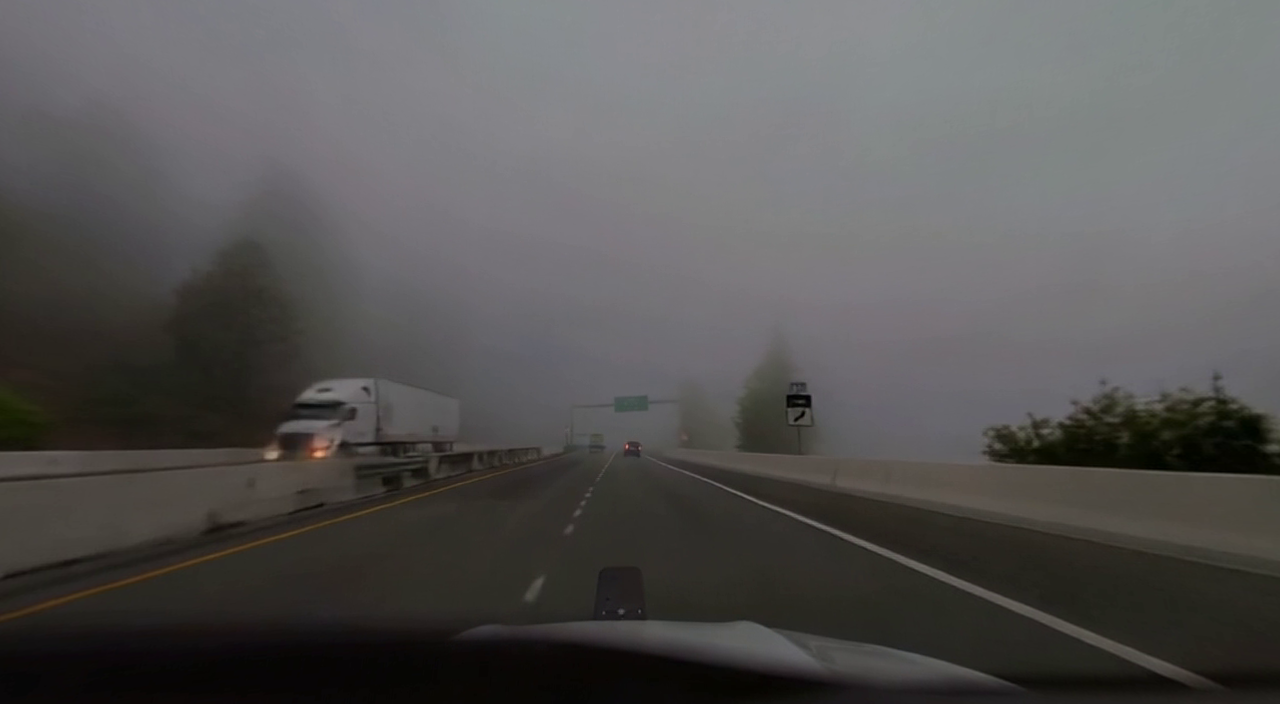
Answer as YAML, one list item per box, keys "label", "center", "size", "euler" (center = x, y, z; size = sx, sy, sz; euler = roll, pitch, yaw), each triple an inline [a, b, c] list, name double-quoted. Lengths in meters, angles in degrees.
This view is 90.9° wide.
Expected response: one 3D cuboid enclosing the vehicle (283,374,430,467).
- label: "vehicle"
  center: [-14.253, 3.752, 33.064]
  size: [3.011, 4.064, 10.418]
  euler: [0, -8, -2]
